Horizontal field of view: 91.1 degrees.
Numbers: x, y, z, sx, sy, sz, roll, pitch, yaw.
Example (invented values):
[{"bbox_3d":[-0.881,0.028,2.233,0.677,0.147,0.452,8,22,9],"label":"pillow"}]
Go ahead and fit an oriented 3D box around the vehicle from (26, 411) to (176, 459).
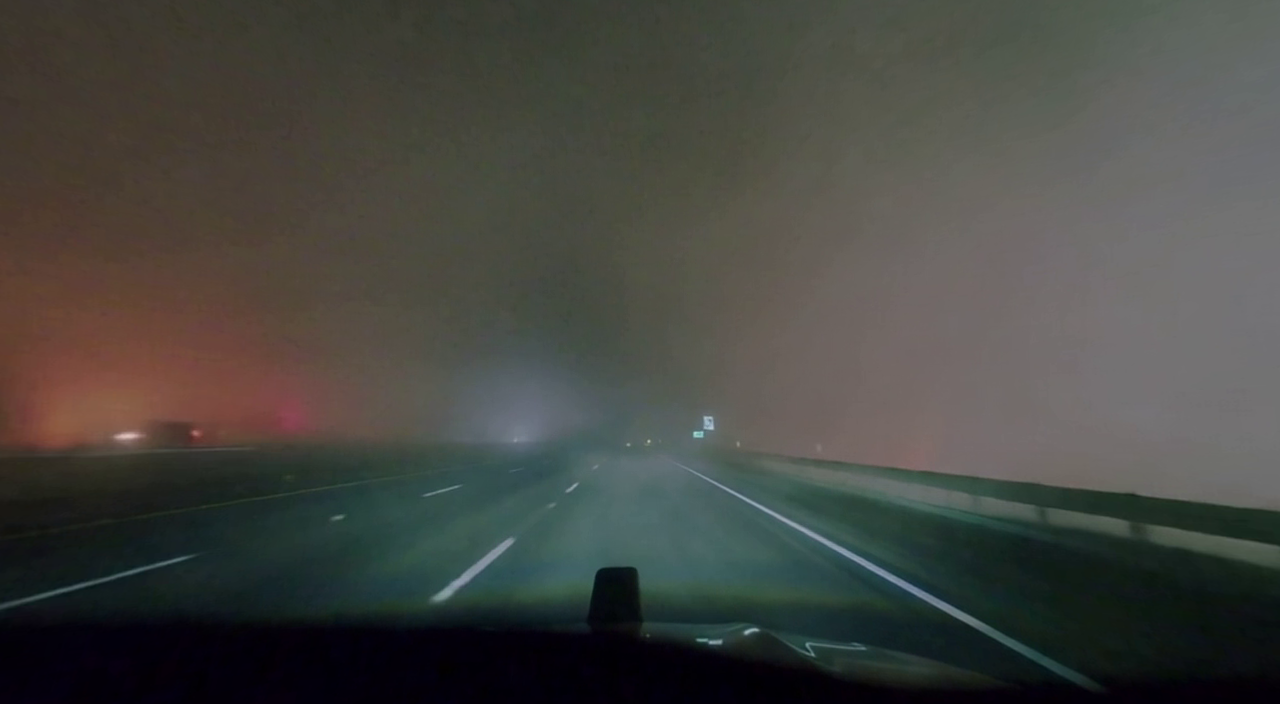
[{"bbox_3d":[-23.329,3.662,27.519,2.145,1.863,5.005,0,-8,-1],"label":"vehicle"}]
